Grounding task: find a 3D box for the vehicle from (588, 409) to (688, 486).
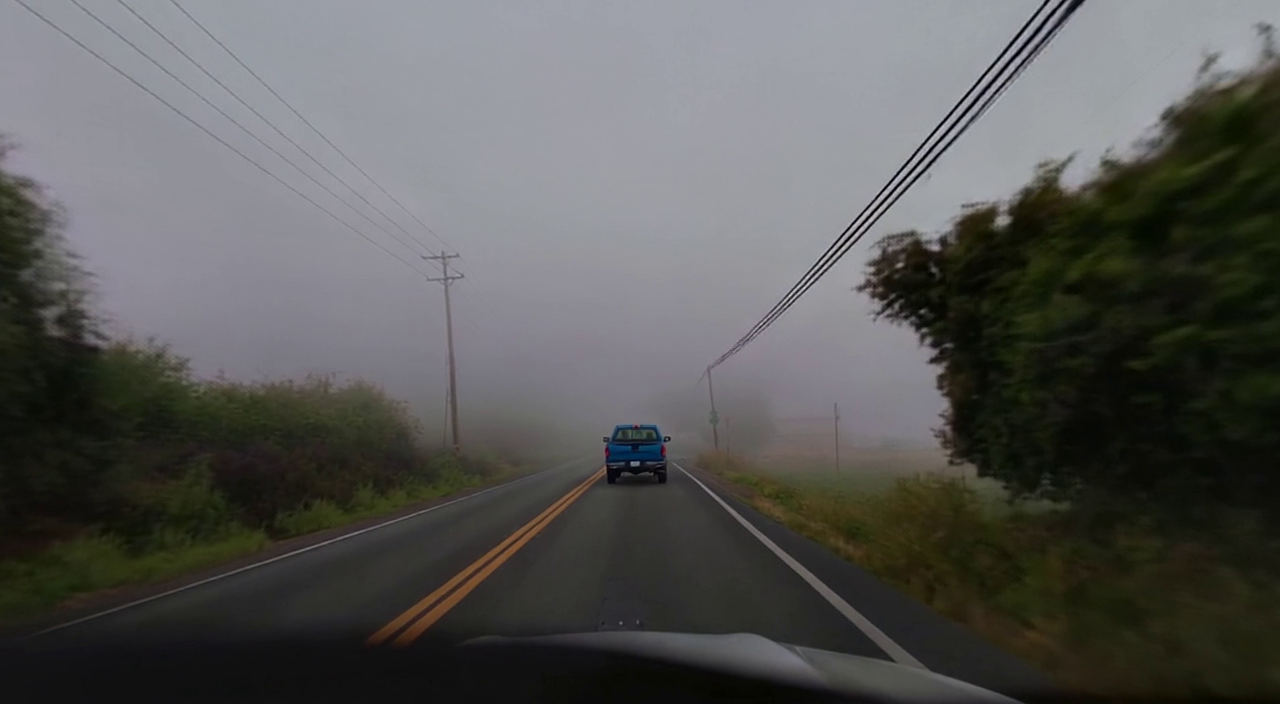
[{"bbox_3d":[-0.111,3.436,22.934,3.021,2.326,7.410,0,-8,-1],"label":"vehicle"}]
